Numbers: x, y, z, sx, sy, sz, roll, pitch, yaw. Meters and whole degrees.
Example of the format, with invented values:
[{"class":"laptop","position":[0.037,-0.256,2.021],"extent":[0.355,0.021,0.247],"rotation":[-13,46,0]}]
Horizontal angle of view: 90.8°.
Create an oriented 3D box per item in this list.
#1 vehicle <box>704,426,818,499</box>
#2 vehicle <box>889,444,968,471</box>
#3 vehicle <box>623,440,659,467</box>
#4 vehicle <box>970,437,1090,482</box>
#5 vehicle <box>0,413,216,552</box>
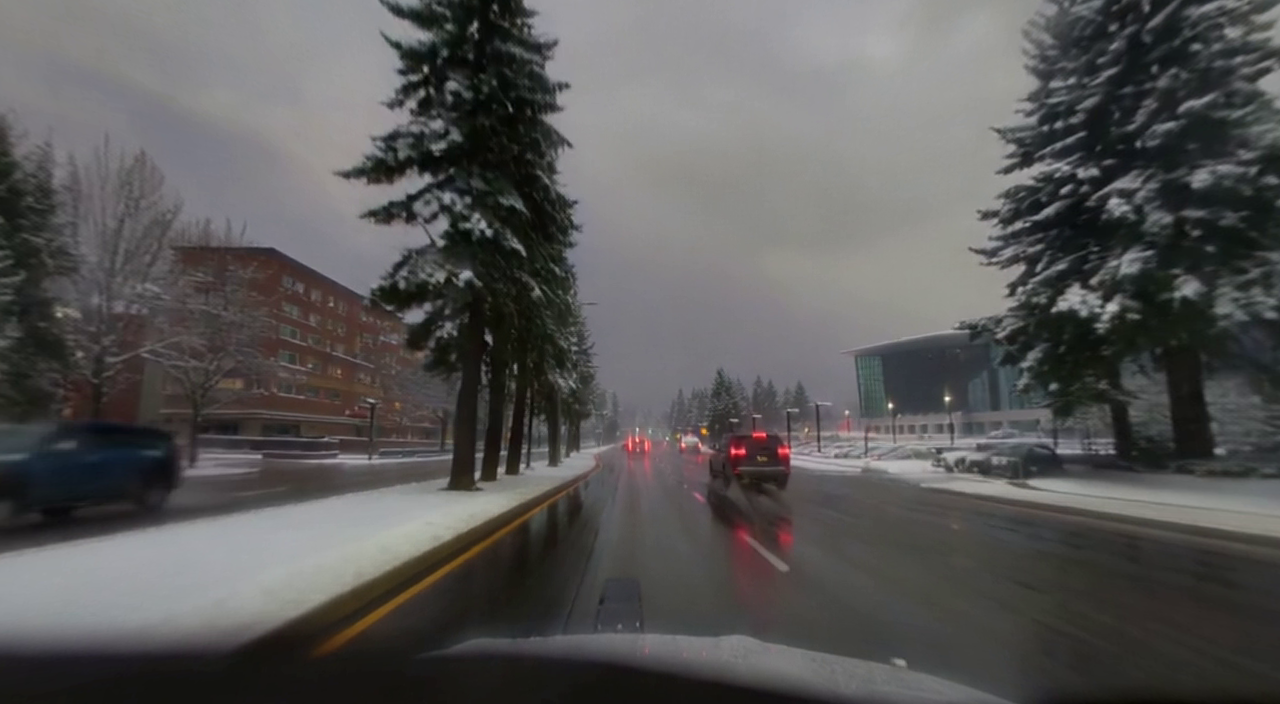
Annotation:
[{"class":"vehicle","position":[3.276,3.136,18.227],"extent":[2.235,1.806,4.818],"rotation":[0,-9,-1]},{"class":"vehicle","position":[17.320,6.312,37.990],"extent":[3.958,1.524,2.061],"rotation":[3,-10,-20]},{"class":"vehicle","position":[0.032,6.336,39.634],"extent":[2.145,1.572,4.021],"rotation":[0,-9,-1]},{"class":"vehicle","position":[15.962,4.409,26.210],"extent":[1.812,1.687,4.579],"rotation":[1,-9,-3]},{"class":"vehicle","position":[-9.107,1.883,9.555],"extent":[2.093,1.728,4.735],"rotation":[0,-9,0]}]
